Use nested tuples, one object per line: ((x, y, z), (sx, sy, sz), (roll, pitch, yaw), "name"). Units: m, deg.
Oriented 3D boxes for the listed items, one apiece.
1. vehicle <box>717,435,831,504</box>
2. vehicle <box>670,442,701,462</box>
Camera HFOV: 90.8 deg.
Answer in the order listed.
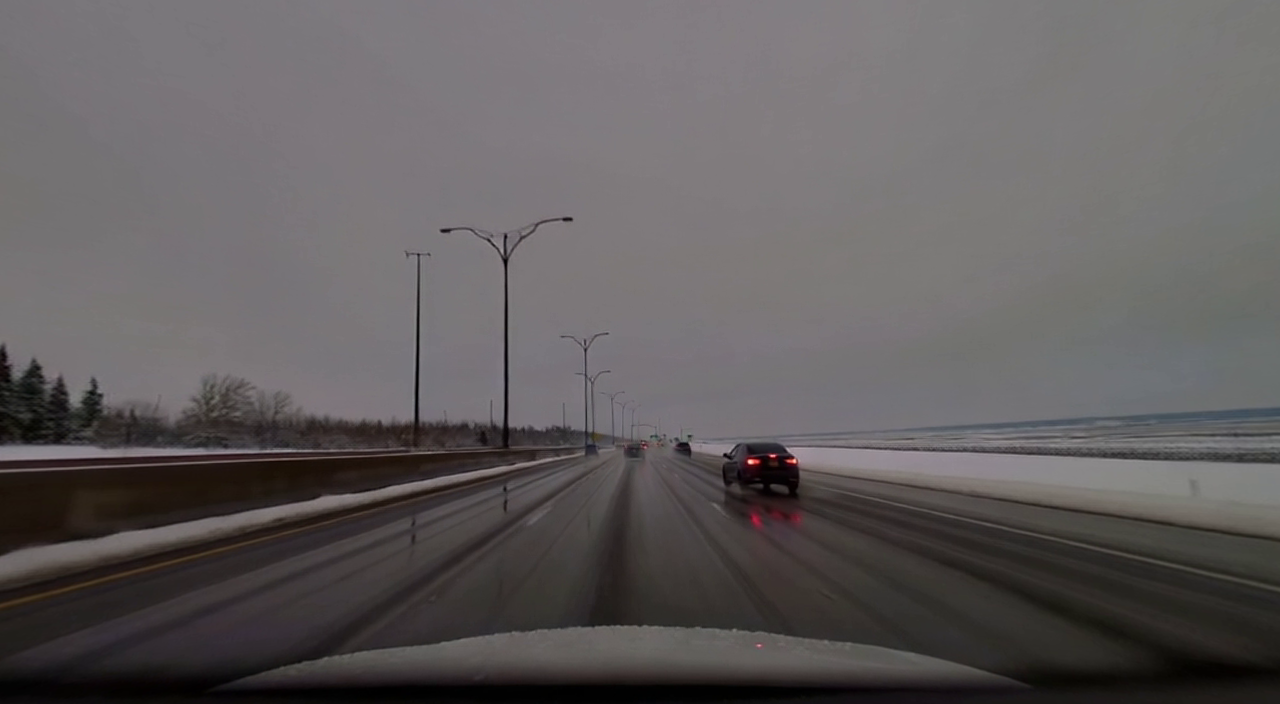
((3.206, 2.906, 16.096), (1.890, 1.490, 4.373), (0, -8, -1), "vehicle")
((3.542, 7.835, 49.669), (2.000, 1.533, 4.438), (0, -8, -1), "vehicle")
